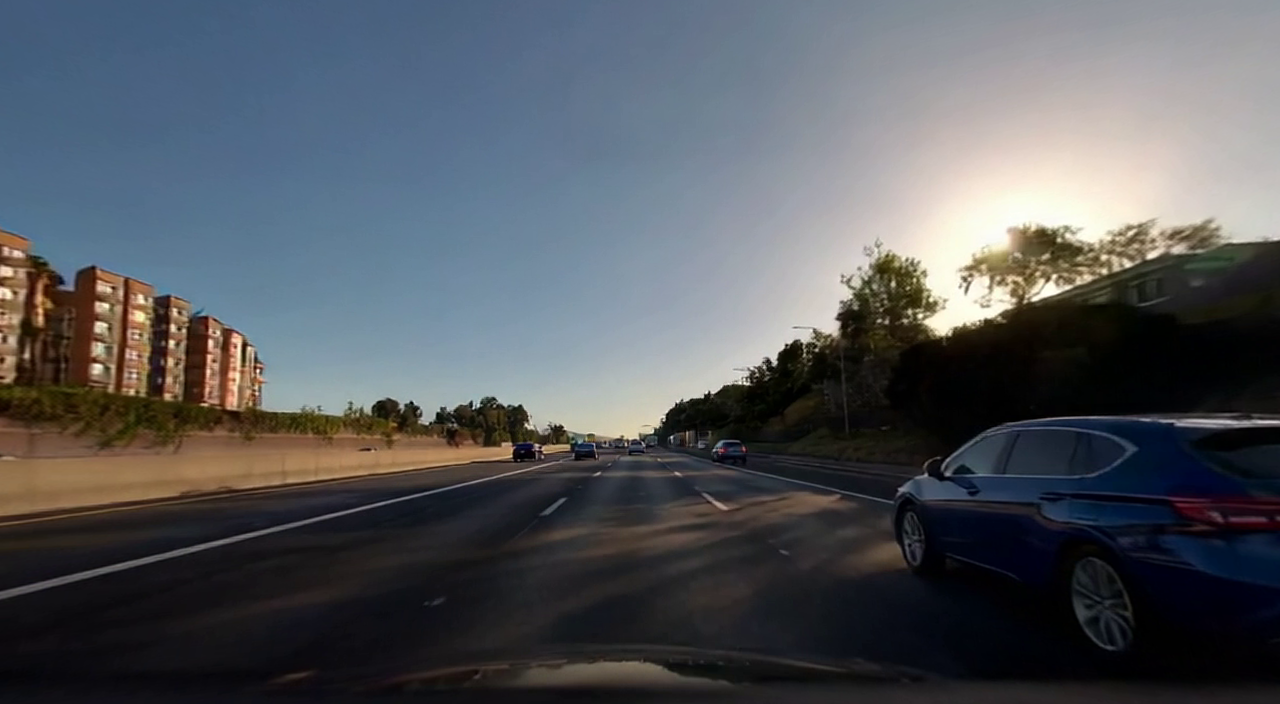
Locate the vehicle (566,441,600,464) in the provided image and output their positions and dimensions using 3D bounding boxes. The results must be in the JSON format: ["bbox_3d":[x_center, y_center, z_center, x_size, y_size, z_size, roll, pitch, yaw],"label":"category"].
[{"bbox_3d":[-3.846,6.852,43.247,2.002,1.466,4.378,0,-9,0],"label":"vehicle"}]

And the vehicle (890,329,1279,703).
[{"bbox_3d":[3.455,0.975,3.774,2.080,1.694,4.286,0,-9,-1],"label":"vehicle"}]

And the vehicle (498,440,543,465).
[{"bbox_3d":[-7.673,6.534,41.069,2.021,1.496,4.495,0,-9,0],"label":"vehicle"}]

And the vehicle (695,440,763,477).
[{"bbox_3d":[3.733,4.564,27.358,2.061,1.459,4.273,1,-9,-4],"label":"vehicle"}]
